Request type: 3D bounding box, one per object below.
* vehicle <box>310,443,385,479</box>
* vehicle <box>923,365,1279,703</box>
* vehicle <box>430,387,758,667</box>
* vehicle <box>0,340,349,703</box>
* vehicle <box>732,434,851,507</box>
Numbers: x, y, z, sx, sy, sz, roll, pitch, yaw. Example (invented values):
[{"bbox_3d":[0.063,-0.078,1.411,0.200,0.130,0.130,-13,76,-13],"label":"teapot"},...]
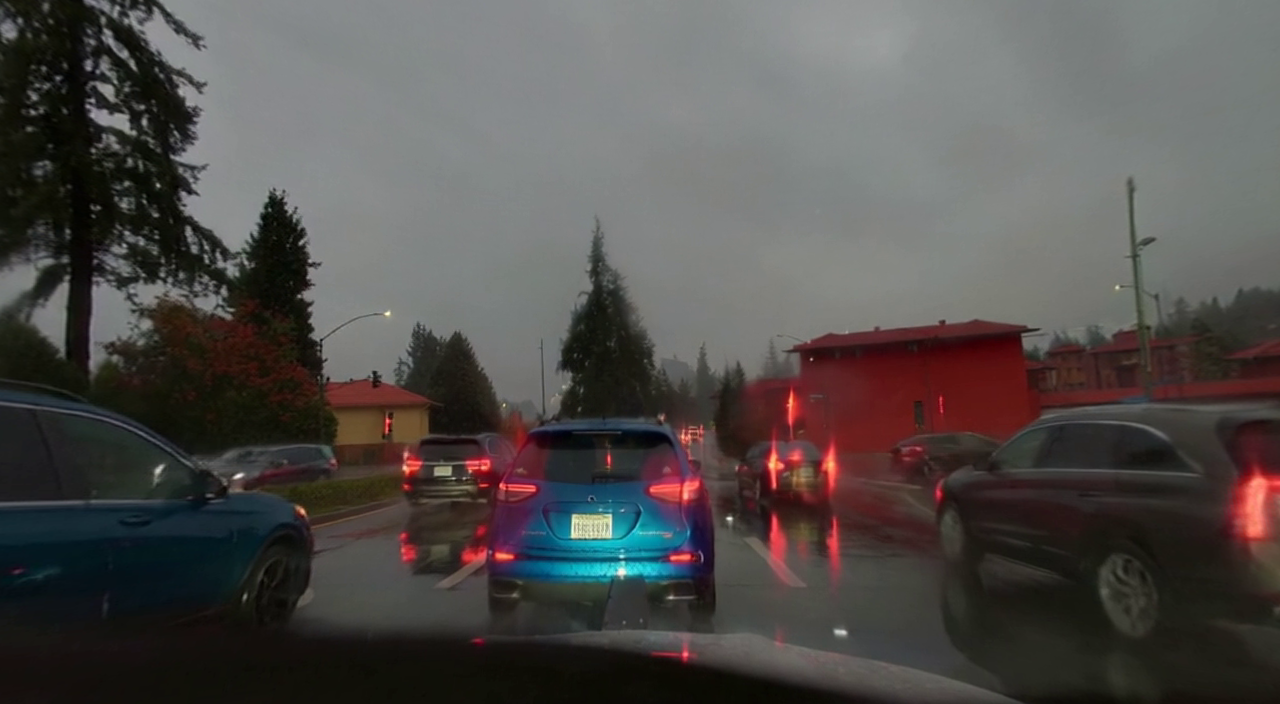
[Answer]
[{"bbox_3d":[-15.401,5.730,33.462,1.949,1.744,4.109,0,-8,1],"label":"vehicle"},{"bbox_3d":[4.242,1.250,5.196,2.014,1.740,4.515,-1,-8,5],"label":"vehicle"},{"bbox_3d":[-0.208,1.375,6.008,2.022,1.700,4.084,0,-9,2],"label":"vehicle"},{"bbox_3d":[-3.466,0.908,2.906,2.047,1.741,4.470,0,-8,1],"label":"vehicle"},{"bbox_3d":[3.545,2.835,15.548,1.847,1.554,3.885,0,-8,-2],"label":"vehicle"}]
